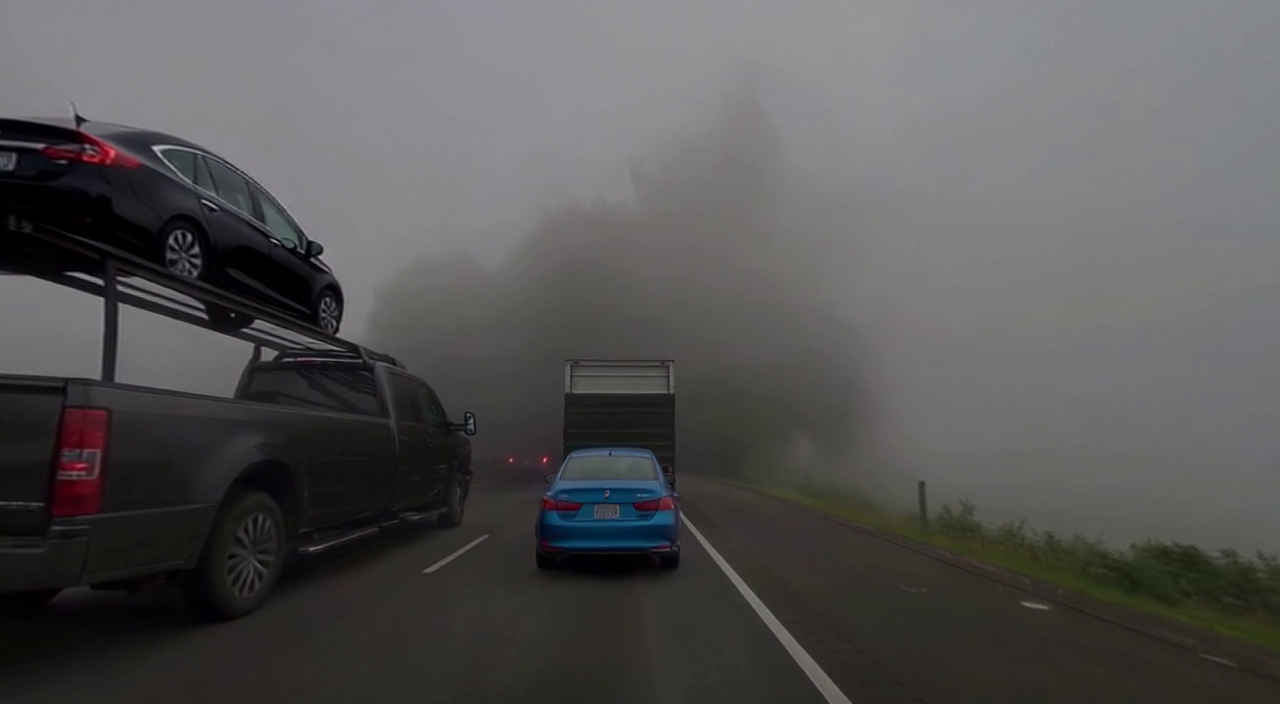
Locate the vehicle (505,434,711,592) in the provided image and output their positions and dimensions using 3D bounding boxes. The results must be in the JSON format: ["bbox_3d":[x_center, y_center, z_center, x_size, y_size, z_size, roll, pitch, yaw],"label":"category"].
[{"bbox_3d":[-0.334,1.836,7.917,1.991,1.507,3.391,0,-9,-1],"label":"vehicle"}]

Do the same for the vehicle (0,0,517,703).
[{"bbox_3d":[-4.628,0.792,9.492,2.836,4.059,14.286,0,-9,-1],"label":"vehicle"}]
